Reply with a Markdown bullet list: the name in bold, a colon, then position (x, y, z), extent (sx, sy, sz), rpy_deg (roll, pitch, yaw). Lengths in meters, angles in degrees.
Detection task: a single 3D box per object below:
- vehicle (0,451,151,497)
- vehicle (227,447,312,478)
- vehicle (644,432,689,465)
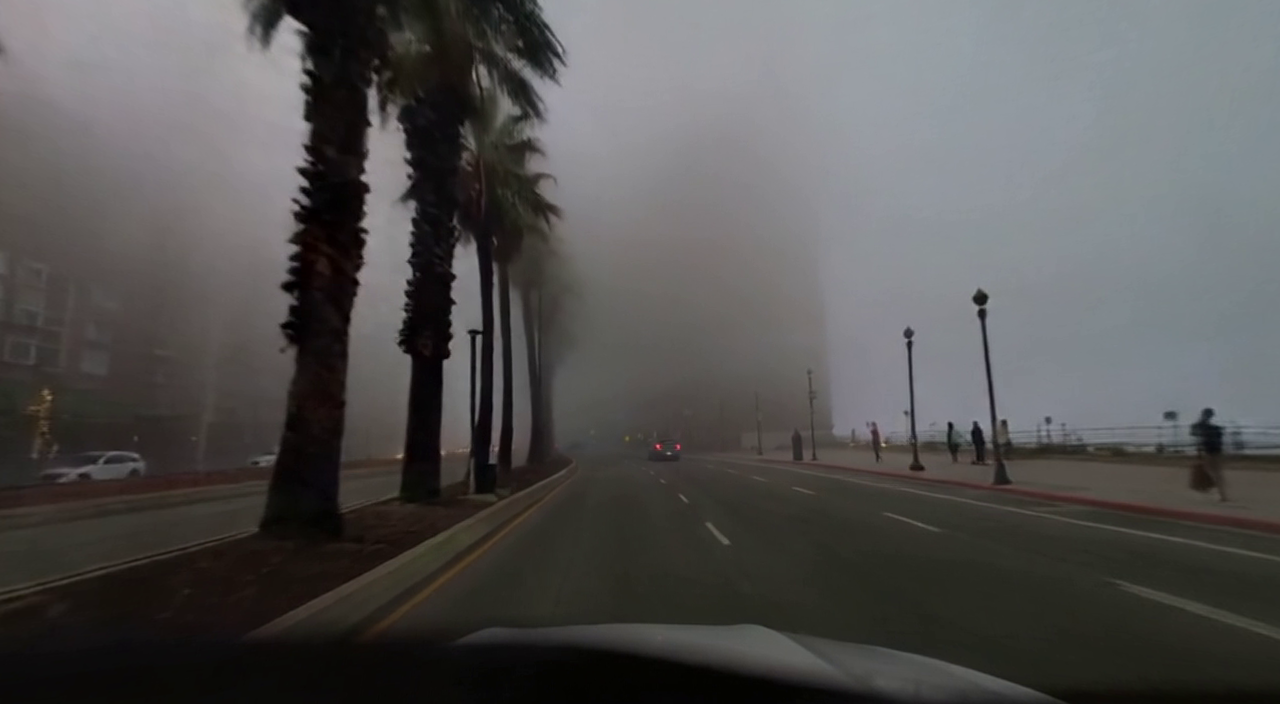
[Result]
- **vehicle**: position (-21.779, 4.635, 24.492), extent (1.866, 1.553, 4.835), rpy_deg (0, -8, -2)
- **vehicle**: position (-22.001, 6.566, 37.807), extent (2.285, 1.689, 4.968), rpy_deg (0, -8, -4)
- **vehicle**: position (1.659, 6.468, 42.586), extent (2.284, 2.010, 6.670), rpy_deg (0, -8, -4)
